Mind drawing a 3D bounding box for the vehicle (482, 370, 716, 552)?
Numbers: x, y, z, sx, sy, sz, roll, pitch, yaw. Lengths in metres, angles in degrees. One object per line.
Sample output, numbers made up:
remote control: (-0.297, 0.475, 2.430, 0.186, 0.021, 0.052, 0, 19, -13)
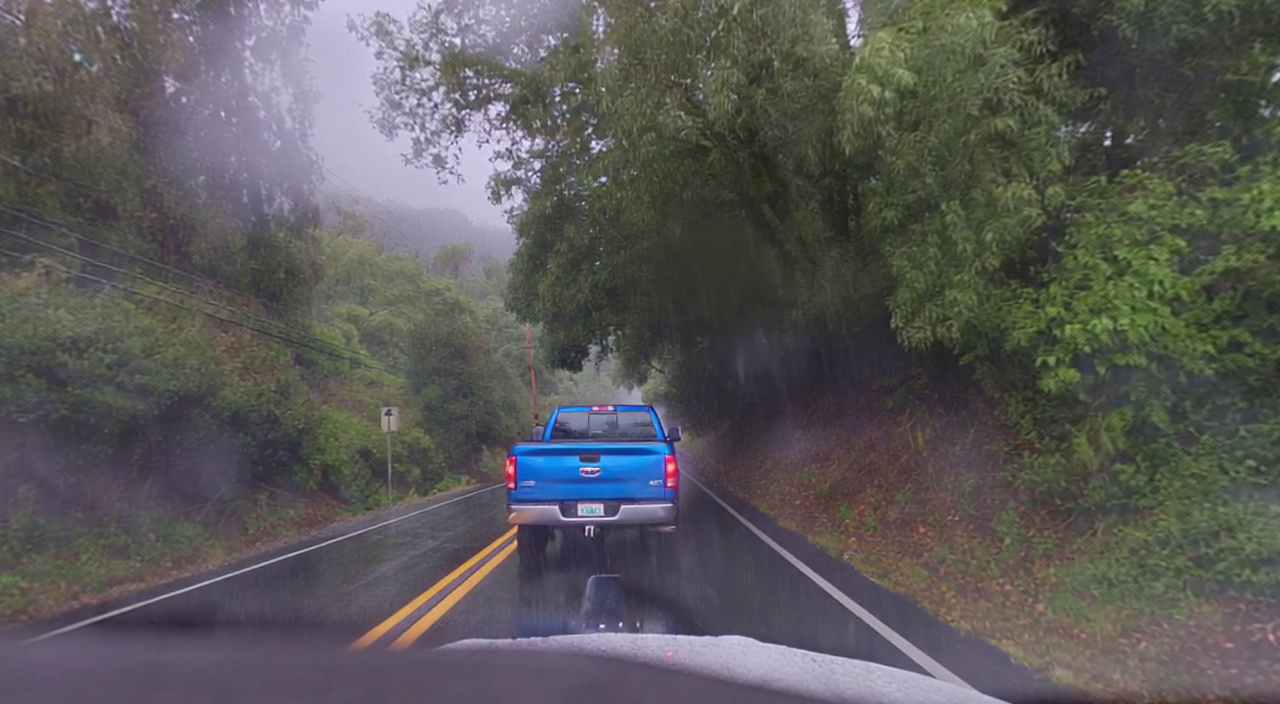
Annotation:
vehicle: (-0.543, 1.760, 10.752, 2.837, 2.223, 5.885, 0, -8, -1)
